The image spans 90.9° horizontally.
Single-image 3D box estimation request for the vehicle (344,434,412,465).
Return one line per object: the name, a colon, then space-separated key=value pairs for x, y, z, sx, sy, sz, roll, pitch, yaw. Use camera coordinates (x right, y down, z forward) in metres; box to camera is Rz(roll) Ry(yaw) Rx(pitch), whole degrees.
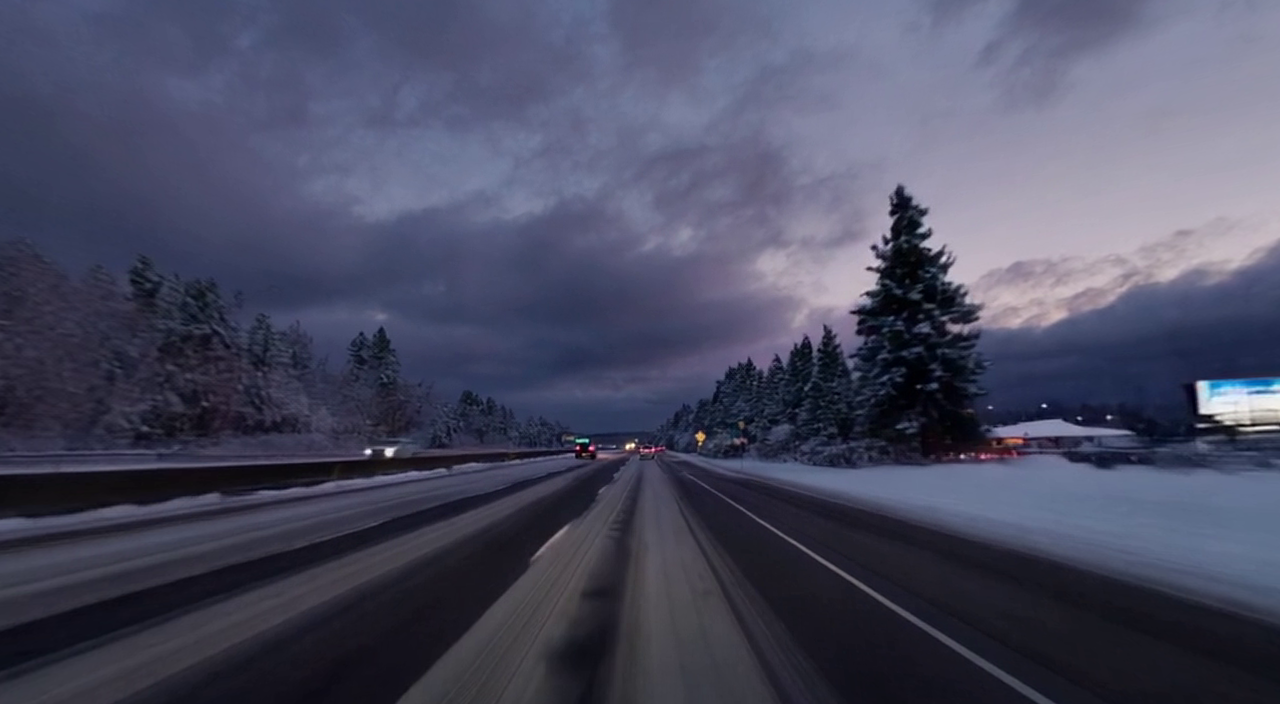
vehicle: x=-17.218 y=6.448 z=41.684 sx=2.259 sy=1.904 sz=4.708 roll=0 pitch=-8 yaw=3
